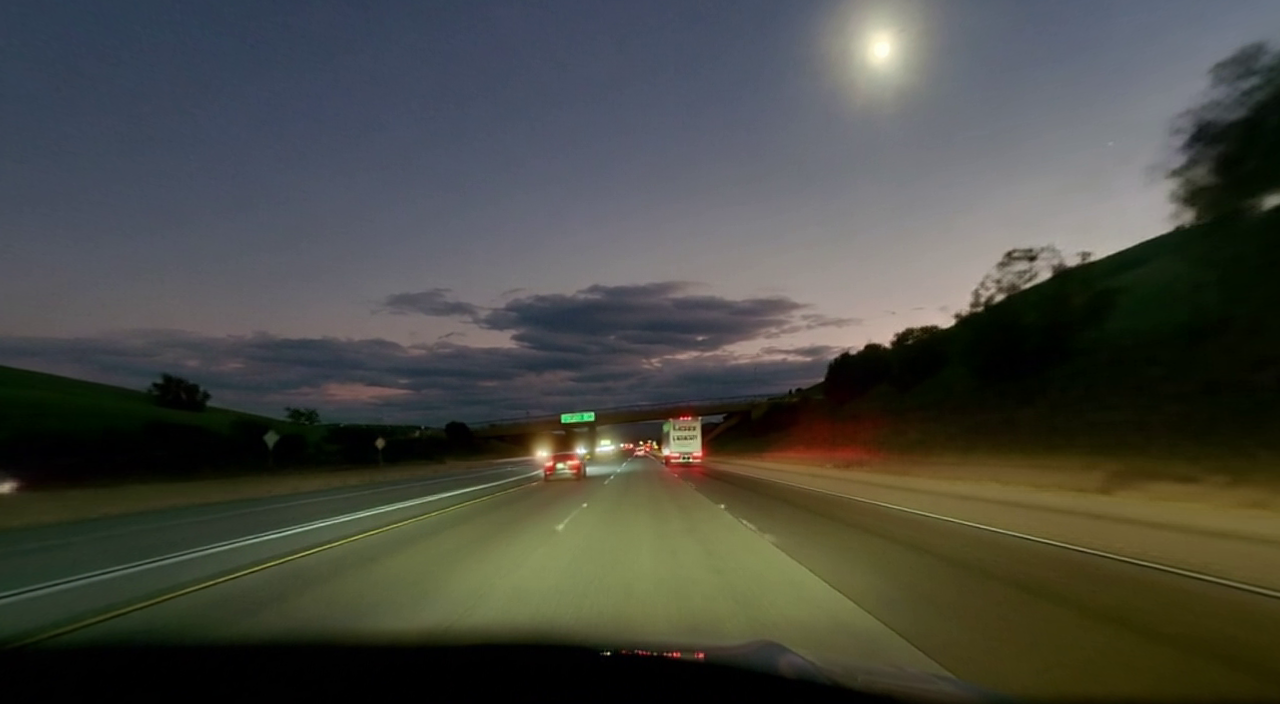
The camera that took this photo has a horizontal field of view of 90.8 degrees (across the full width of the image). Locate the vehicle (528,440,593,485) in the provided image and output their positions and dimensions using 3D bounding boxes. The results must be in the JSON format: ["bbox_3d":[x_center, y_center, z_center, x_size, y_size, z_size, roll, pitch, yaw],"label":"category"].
[{"bbox_3d":[-3.073,4.395,25.341,2.052,1.654,4.303,0,-9,0],"label":"vehicle"}]
